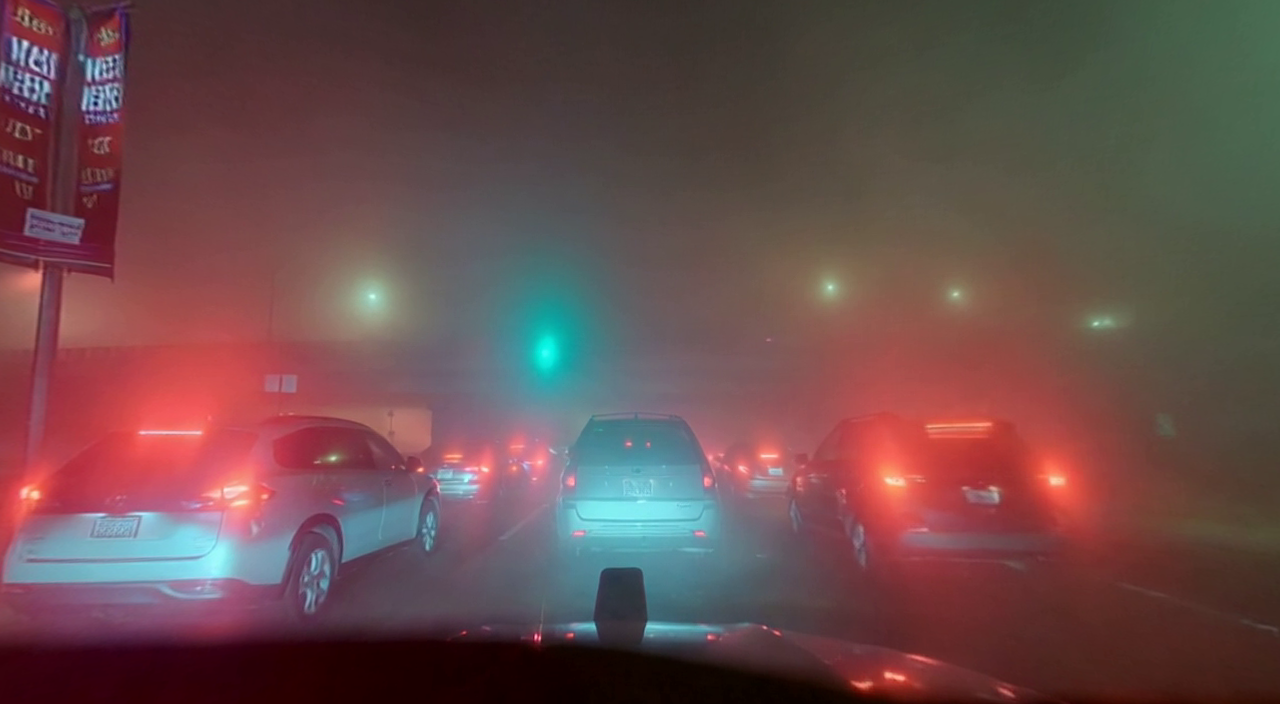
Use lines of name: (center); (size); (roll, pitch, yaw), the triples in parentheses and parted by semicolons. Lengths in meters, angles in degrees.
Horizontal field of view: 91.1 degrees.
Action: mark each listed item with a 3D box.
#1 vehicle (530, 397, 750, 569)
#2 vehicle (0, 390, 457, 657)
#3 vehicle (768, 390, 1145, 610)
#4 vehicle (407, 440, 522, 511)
vehicle: (-0.082, 1.771, 9.214); (2.409, 1.864, 4.471); (0, -9, -2)
vehicle: (-3.496, 1.426, 6.267); (2.039, 1.709, 4.265); (0, -9, 0)
vehicle: (3.120, 1.573, 7.627); (2.016, 1.804, 4.681); (0, -9, -2)
vehicle: (-4.153, 2.945, 15.431); (1.797, 1.505, 3.506); (0, -9, 0)
